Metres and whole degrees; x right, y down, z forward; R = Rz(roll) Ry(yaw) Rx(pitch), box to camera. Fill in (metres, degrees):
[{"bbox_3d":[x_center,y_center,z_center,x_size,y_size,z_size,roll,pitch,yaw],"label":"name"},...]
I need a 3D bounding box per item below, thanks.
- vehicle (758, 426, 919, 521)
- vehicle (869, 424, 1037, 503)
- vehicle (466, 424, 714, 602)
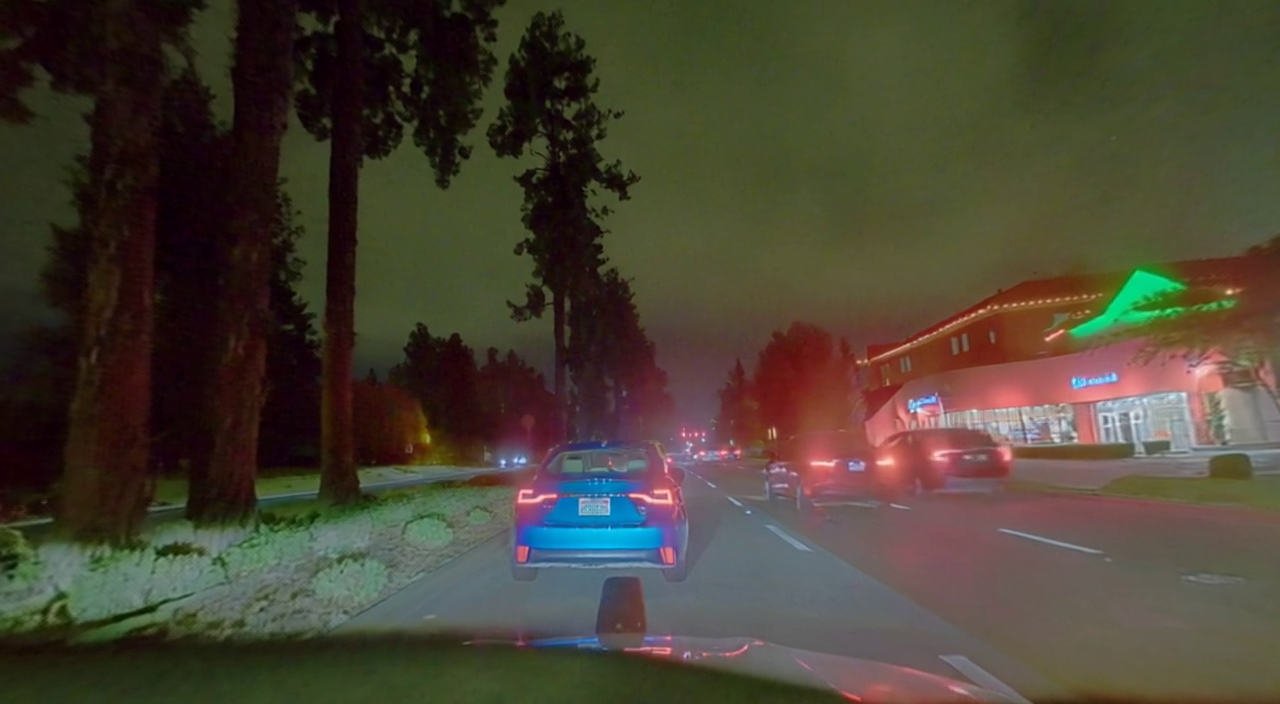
[{"bbox_3d":[3.870,2.446,13.158,1.971,1.637,4.317,0,-9,0],"label":"vehicle"},{"bbox_3d":[7.753,2.806,16.158,2.064,1.747,4.372,0,-9,1],"label":"vehicle"},{"bbox_3d":[-0.431,1.679,7.439,2.111,1.506,4.018,0,-8,0],"label":"vehicle"}]
